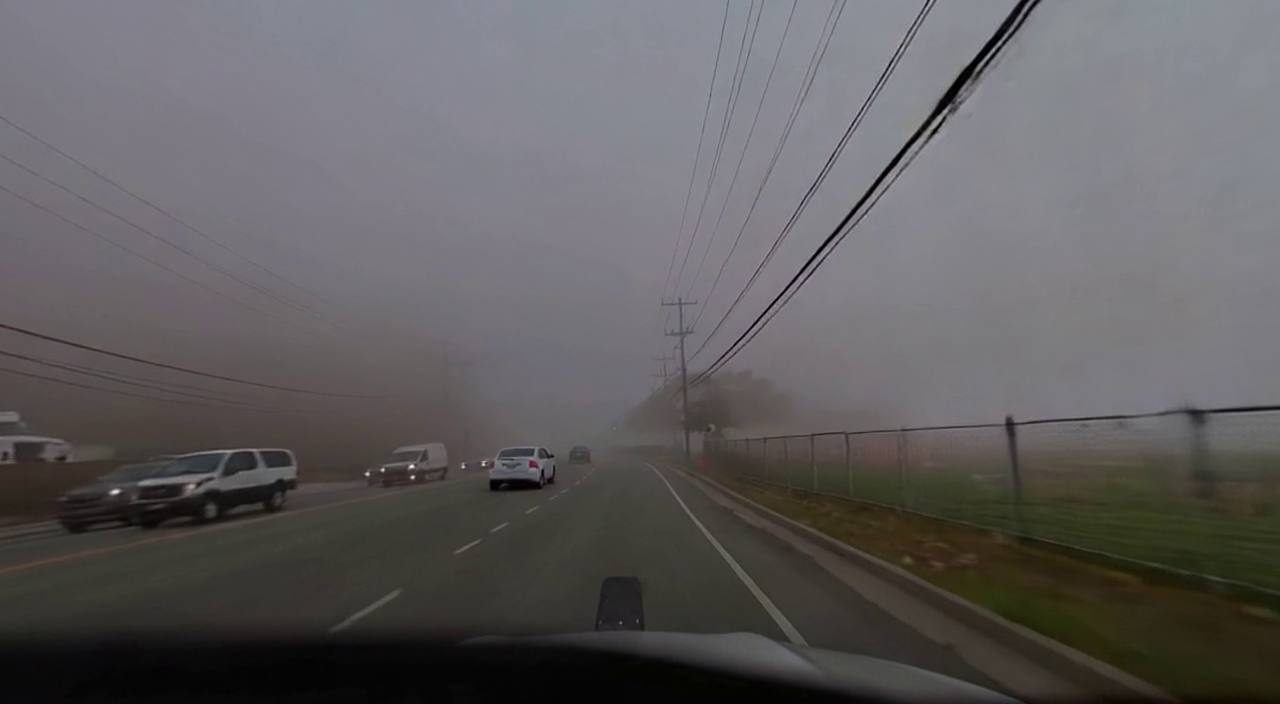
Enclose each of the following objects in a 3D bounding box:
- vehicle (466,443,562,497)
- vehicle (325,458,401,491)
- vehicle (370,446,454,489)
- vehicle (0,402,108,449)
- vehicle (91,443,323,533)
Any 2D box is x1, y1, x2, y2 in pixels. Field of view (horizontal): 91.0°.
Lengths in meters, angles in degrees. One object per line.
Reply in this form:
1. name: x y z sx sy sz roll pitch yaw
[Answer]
1. vehicle: -3.800 3.638 19.805 2.020 1.489 4.469 0 -9 1
2. vehicle: -14.184 6.292 32.547 1.943 1.506 4.471 0 -9 -1
3. vehicle: -10.438 5.306 29.305 2.137 1.828 4.754 0 -9 0
4. vehicle: -24.180 2.960 25.124 3.949 1.754 2.074 0 -8 1
5. vehicle: -10.288 3.235 15.628 2.206 1.845 4.917 0 -9 0
